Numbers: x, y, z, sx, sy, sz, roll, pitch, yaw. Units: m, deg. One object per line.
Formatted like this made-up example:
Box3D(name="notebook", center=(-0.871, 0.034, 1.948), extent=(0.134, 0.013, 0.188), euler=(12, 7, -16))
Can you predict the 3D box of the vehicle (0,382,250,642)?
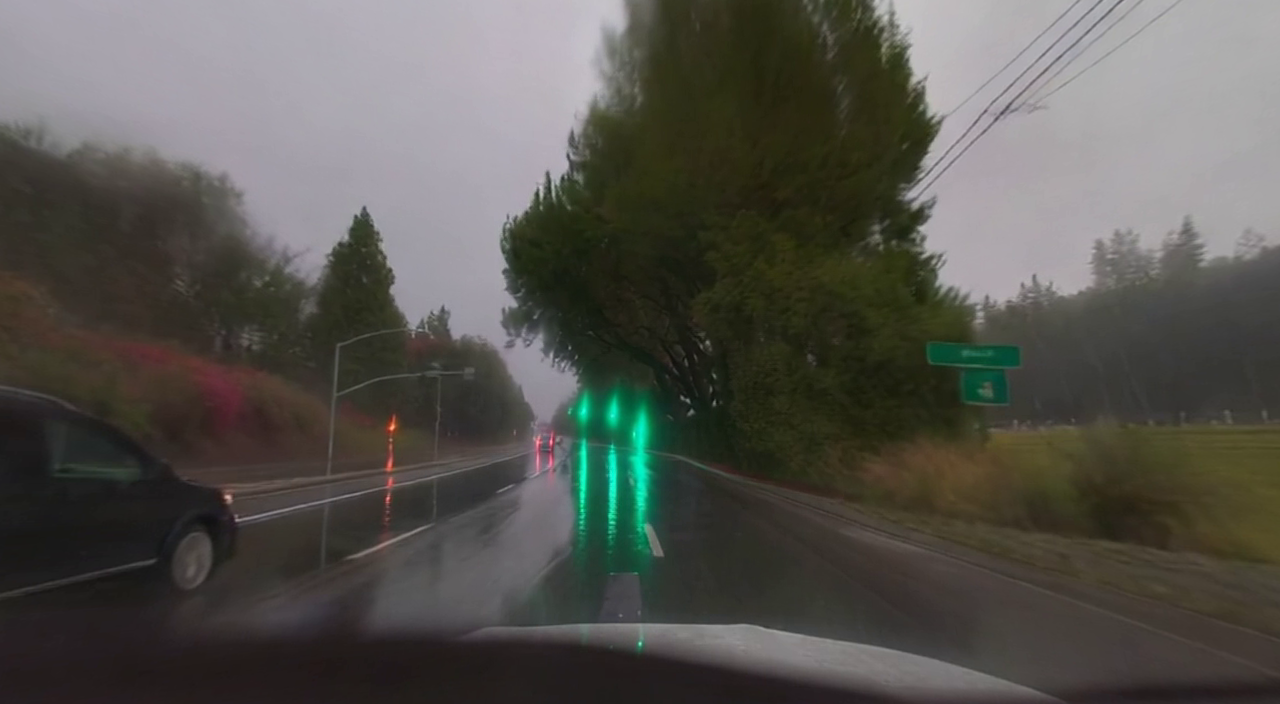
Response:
Box3D(name="vehicle", center=(-5.505, 1.110, 4.443), extent=(2.374, 1.727, 5.175), euler=(0, -9, -3))
